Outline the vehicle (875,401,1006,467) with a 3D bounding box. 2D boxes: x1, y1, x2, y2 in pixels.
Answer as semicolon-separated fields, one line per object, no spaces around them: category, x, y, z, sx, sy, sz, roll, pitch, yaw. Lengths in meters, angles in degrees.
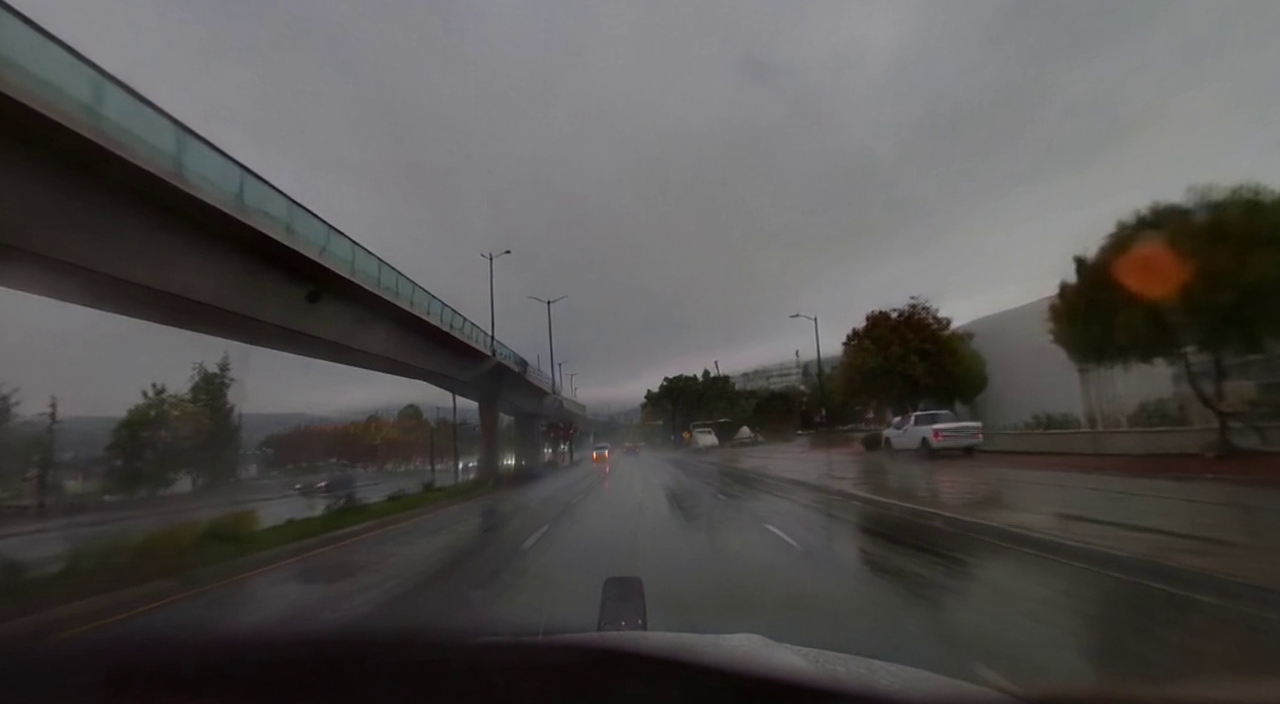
vehicle;10.576;2.986;22.596;2.244;1.866;4.603;-7;-9;0
